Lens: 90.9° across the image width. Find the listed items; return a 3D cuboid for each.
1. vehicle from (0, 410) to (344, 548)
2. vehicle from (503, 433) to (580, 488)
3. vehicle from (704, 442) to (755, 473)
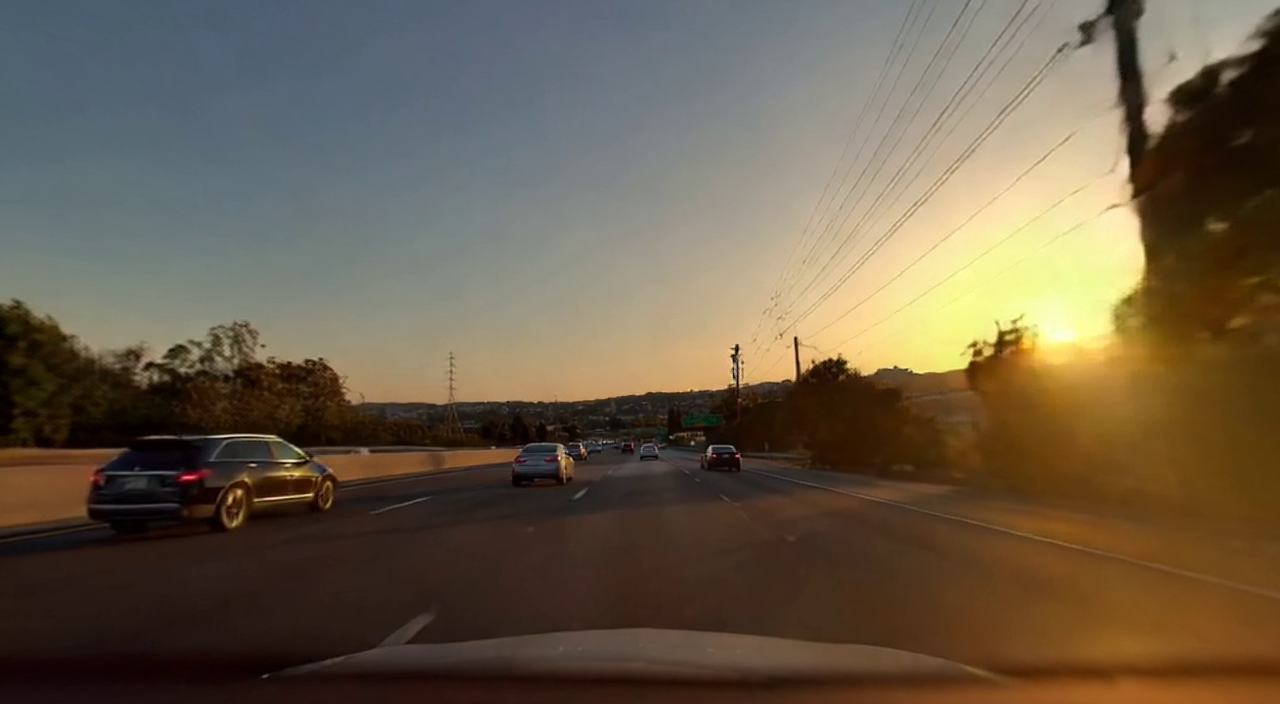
[{"bbox_3d":[-7.376,2.027,10.795,2.162,1.805,4.853,0,-8,1],"label":"vehicle"},{"bbox_3d":[-3.284,3.714,21.866,1.961,1.704,4.052,0,-8,1],"label":"vehicle"},{"bbox_3d":[4.553,5.414,32.610,1.964,1.479,4.252,0,-8,-1],"label":"vehicle"}]
